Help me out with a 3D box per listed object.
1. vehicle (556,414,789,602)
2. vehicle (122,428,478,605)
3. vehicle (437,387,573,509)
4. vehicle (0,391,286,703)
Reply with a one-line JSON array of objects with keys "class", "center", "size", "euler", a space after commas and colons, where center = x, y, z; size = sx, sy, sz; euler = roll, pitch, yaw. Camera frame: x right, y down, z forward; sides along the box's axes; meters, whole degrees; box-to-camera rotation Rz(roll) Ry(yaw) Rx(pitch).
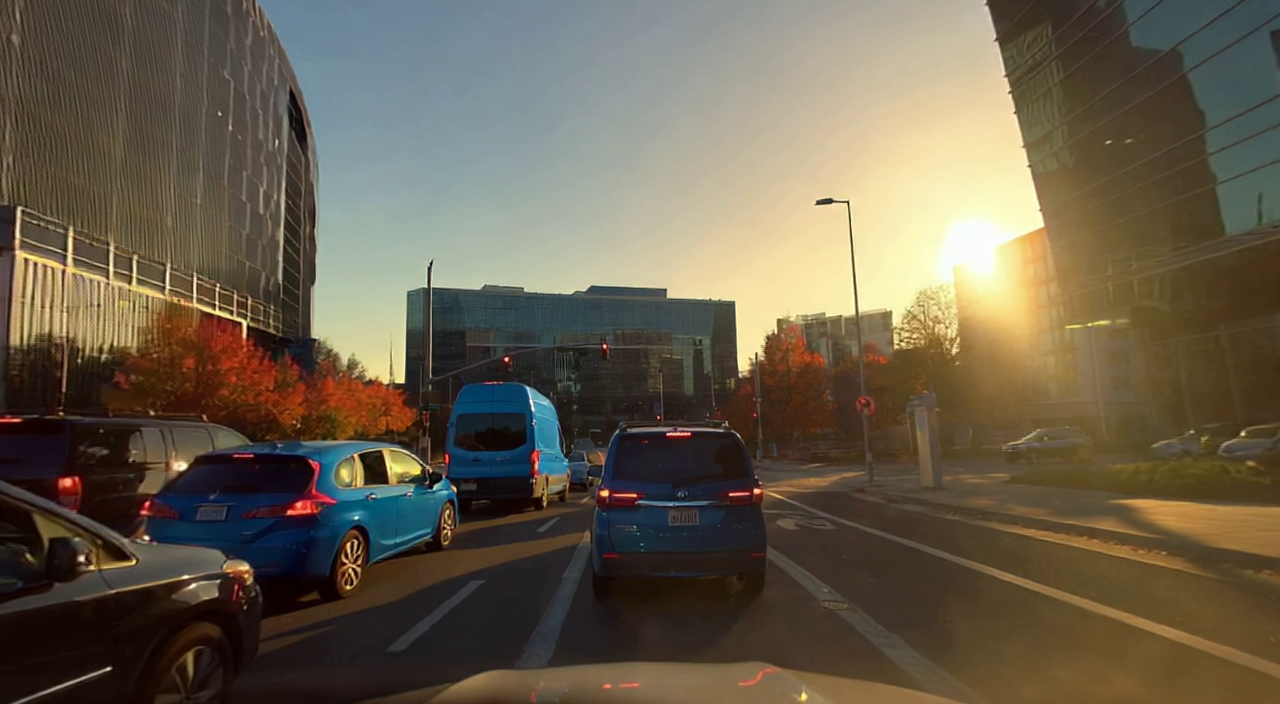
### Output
[{"class": "vehicle", "center": [0.194, 1.602, 7.205], "size": [1.979, 1.562, 3.630], "euler": [0, -9, -3]}, {"class": "vehicle", "center": [-3.484, 1.754, 7.583], "size": [1.955, 1.499, 4.223], "euler": [0, -9, 0]}, {"class": "vehicle", "center": [-3.245, 2.537, 16.574], "size": [2.343, 2.635, 5.684], "euler": [0, -9, 0]}, {"class": "vehicle", "center": [-2.901, 0.818, 1.525], "size": [1.893, 1.491, 3.798], "euler": [0, -9, -1]}]
